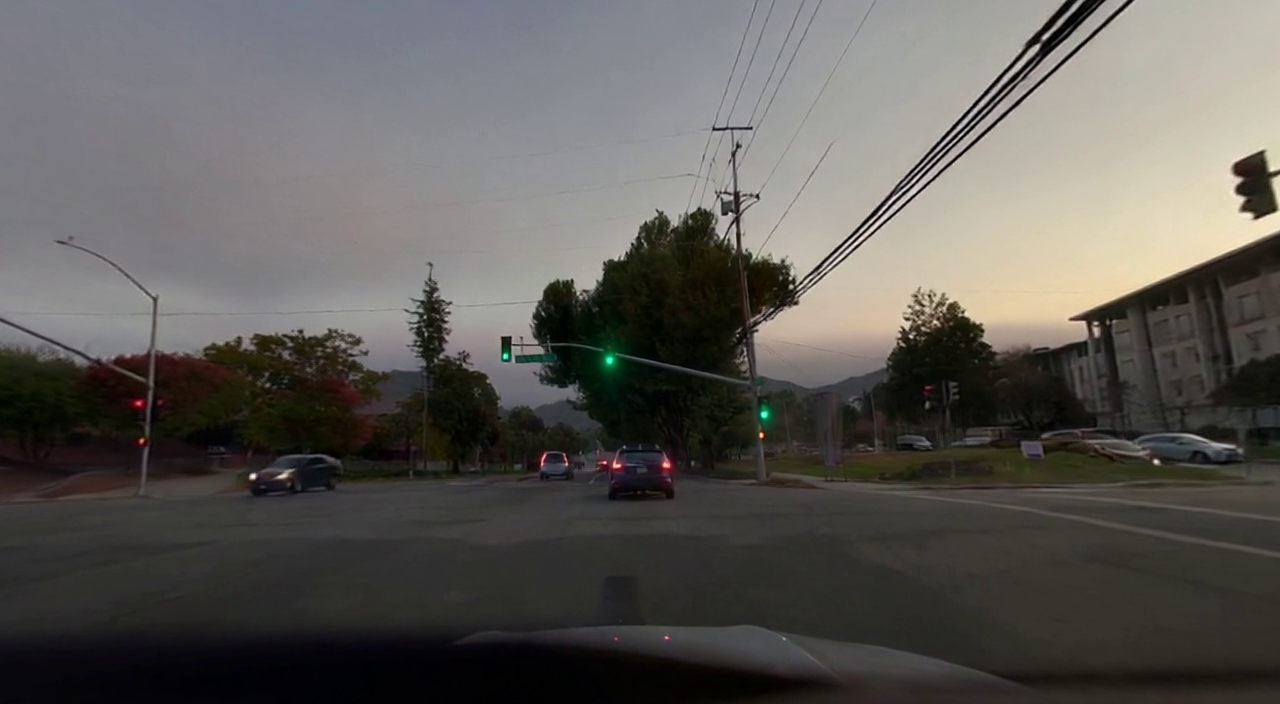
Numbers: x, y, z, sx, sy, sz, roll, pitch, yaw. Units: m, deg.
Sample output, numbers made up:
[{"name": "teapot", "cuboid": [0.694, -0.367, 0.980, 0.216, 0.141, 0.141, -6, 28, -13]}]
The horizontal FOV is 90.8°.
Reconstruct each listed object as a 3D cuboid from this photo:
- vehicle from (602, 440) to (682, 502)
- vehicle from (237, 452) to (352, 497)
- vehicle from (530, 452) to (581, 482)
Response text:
[{"name": "vehicle", "cuboid": [0.018, 3.497, 18.929, 2.156, 1.636, 3.923, 0, -9, -1]}, {"name": "vehicle", "cuboid": [-13.756, 4.869, 25.532, 2.025, 1.571, 4.636, 0, -9, 0]}, {"name": "vehicle", "cuboid": [-4.465, 6.155, 34.005, 2.153, 1.474, 4.284, 0, -9, 0]}]
